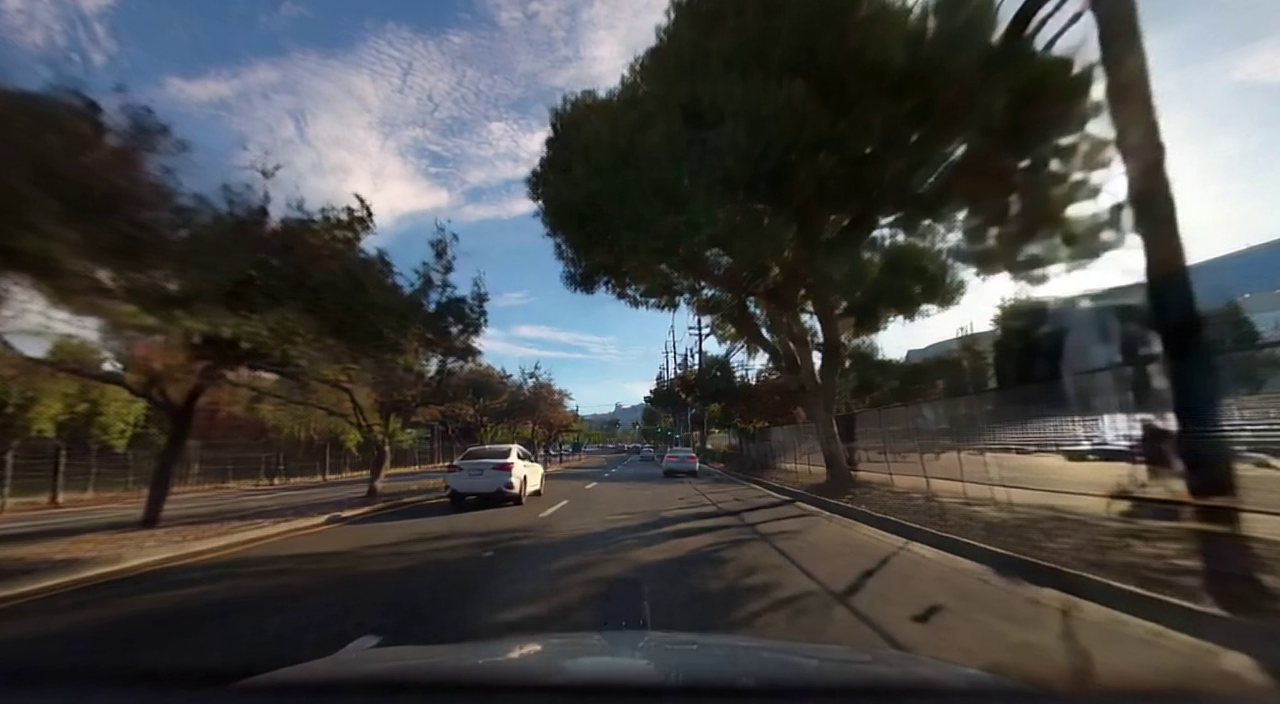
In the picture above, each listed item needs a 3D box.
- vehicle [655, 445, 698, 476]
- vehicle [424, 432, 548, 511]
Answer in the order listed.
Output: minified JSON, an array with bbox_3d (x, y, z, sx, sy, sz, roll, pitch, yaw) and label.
[{"bbox_3d":[1.857,5.693,33.144,2.059,1.486,3.980,0,-8,1],"label":"vehicle"},{"bbox_3d":[-3.684,2.947,15.957,1.950,1.692,4.397,0,-8,1],"label":"vehicle"}]
